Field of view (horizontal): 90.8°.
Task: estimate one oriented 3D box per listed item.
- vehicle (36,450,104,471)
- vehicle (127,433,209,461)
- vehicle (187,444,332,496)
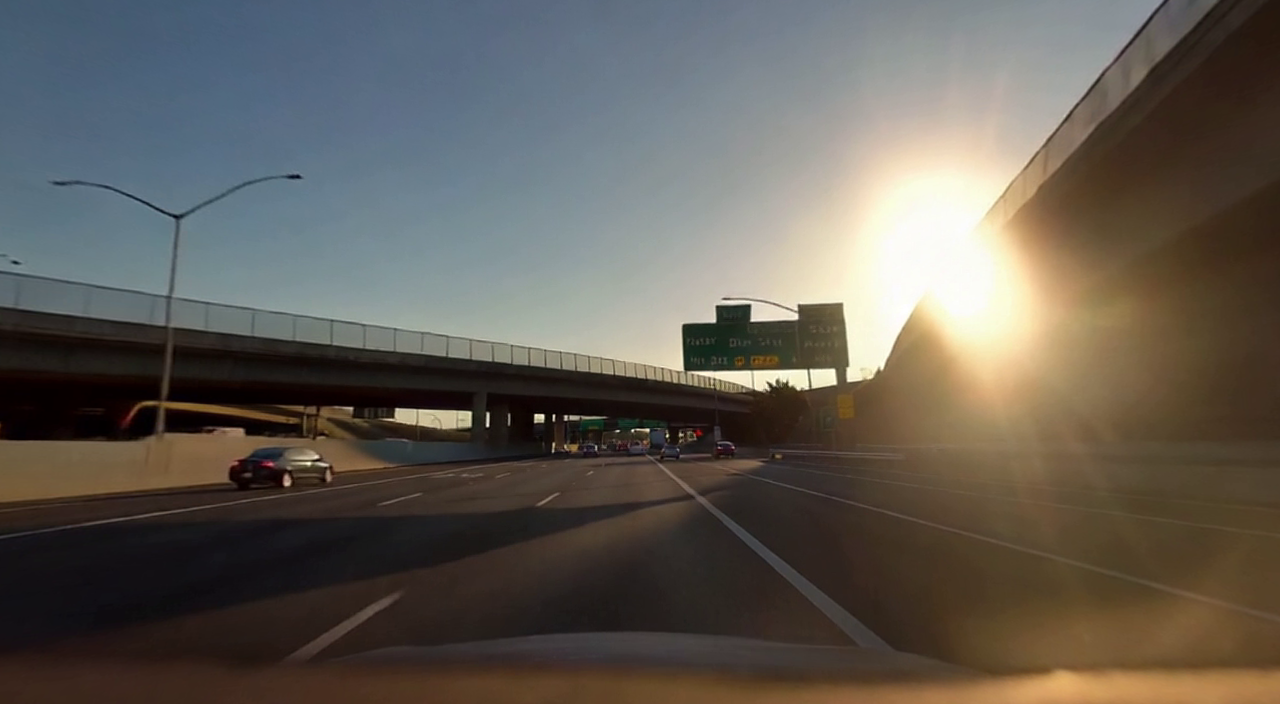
[{"bbox_3d":[-40.186,7.656,44.628,1.619,1.377,3.484,0,-8,-1],"label":"vehicle"},{"bbox_3d":[-36.434,7.320,48.975,2.257,2.052,5.365,0,-8,-1],"label":"vehicle"},{"bbox_3d":[-11.470,3.542,19.460,1.861,1.373,4.211,0,-8,0],"label":"vehicle"}]
